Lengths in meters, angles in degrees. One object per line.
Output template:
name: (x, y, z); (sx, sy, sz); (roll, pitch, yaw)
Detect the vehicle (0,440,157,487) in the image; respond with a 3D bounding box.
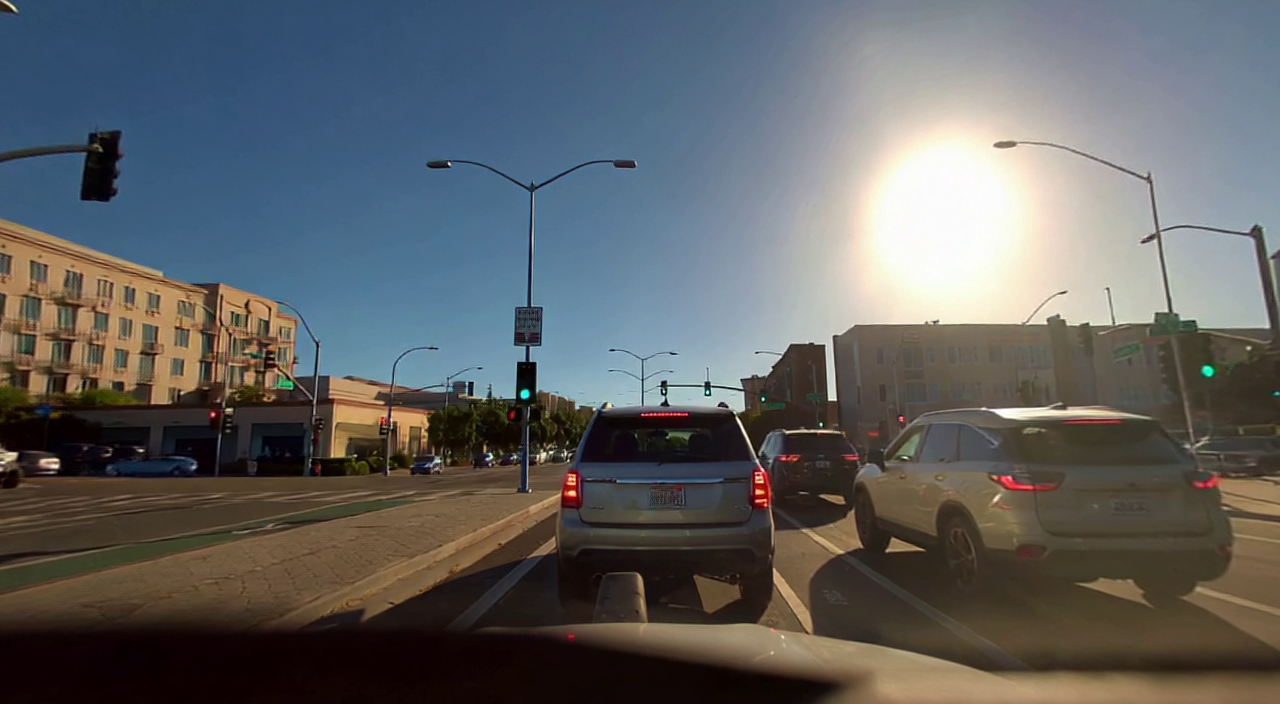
vehicle: (-24.555, 4.838, 27.549); (5.062, 1.946, 2.243); (0, -9, -1)

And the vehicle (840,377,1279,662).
vehicle: (3.559, 1.325, 6.010); (2.018, 1.701, 4.288); (0, -9, 2)

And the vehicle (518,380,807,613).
vehicle: (0.219, 1.476, 7.308); (2.292, 1.840, 4.394); (0, -9, 1)
